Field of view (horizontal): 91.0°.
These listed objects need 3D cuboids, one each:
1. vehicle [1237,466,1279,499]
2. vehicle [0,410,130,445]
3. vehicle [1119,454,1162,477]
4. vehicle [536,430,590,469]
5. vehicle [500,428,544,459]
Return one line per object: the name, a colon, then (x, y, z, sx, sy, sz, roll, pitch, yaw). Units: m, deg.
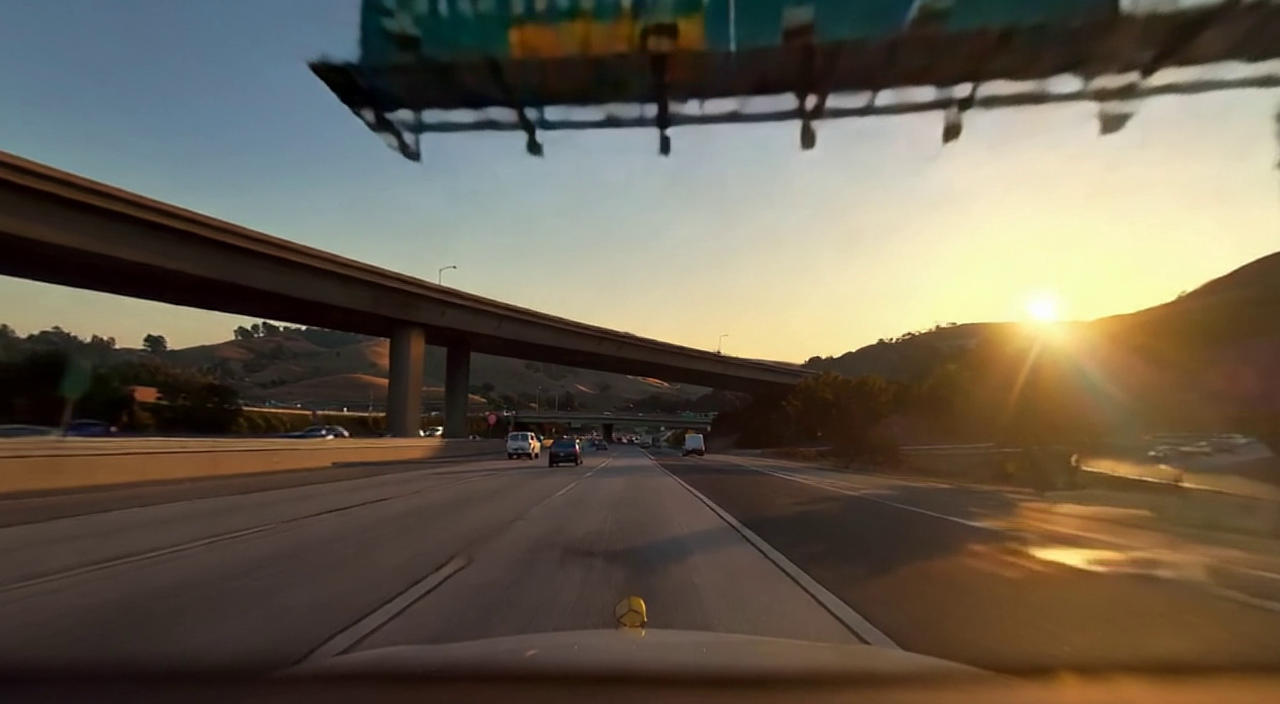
vehicle: (34.836, 7.096, 34.396, 1.944, 1.528, 4.123, -4, -9, 25)
vehicle: (-30.091, 4.043, 33.038, 1.941, 1.677, 5.525, 0, -8, 0)
vehicle: (36.950, 8.369, 46.577, 1.929, 1.517, 3.993, -5, -10, 32)
vehicle: (-3.864, 5.022, 32.527, 2.144, 1.847, 4.850, 0, -8, 0)
vehicle: (-8.036, 6.315, 43.405, 2.132, 1.984, 4.639, 0, -8, 0)
